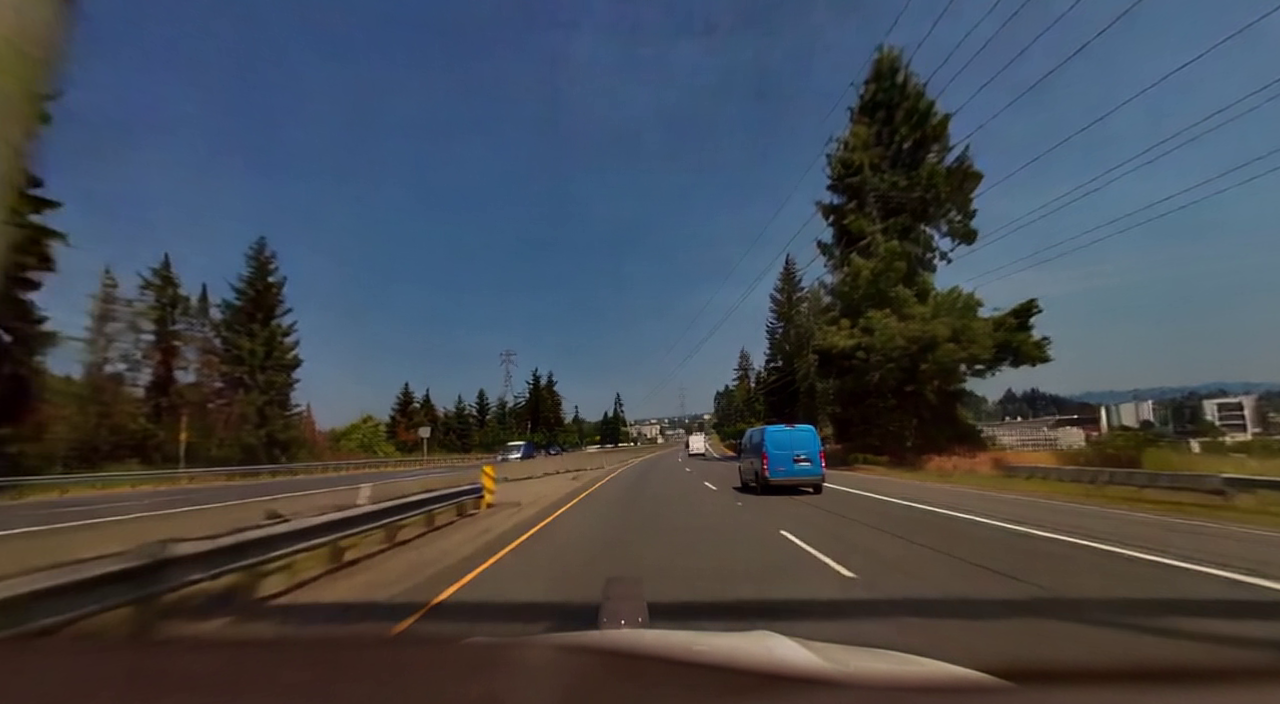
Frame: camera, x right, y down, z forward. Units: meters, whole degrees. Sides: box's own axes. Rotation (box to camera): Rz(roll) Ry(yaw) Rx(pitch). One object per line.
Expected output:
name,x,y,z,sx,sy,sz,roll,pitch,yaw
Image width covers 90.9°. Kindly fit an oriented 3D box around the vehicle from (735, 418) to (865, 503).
vehicle,4.173,2.963,17.483,2.261,1.969,5.104,0,-9,0
